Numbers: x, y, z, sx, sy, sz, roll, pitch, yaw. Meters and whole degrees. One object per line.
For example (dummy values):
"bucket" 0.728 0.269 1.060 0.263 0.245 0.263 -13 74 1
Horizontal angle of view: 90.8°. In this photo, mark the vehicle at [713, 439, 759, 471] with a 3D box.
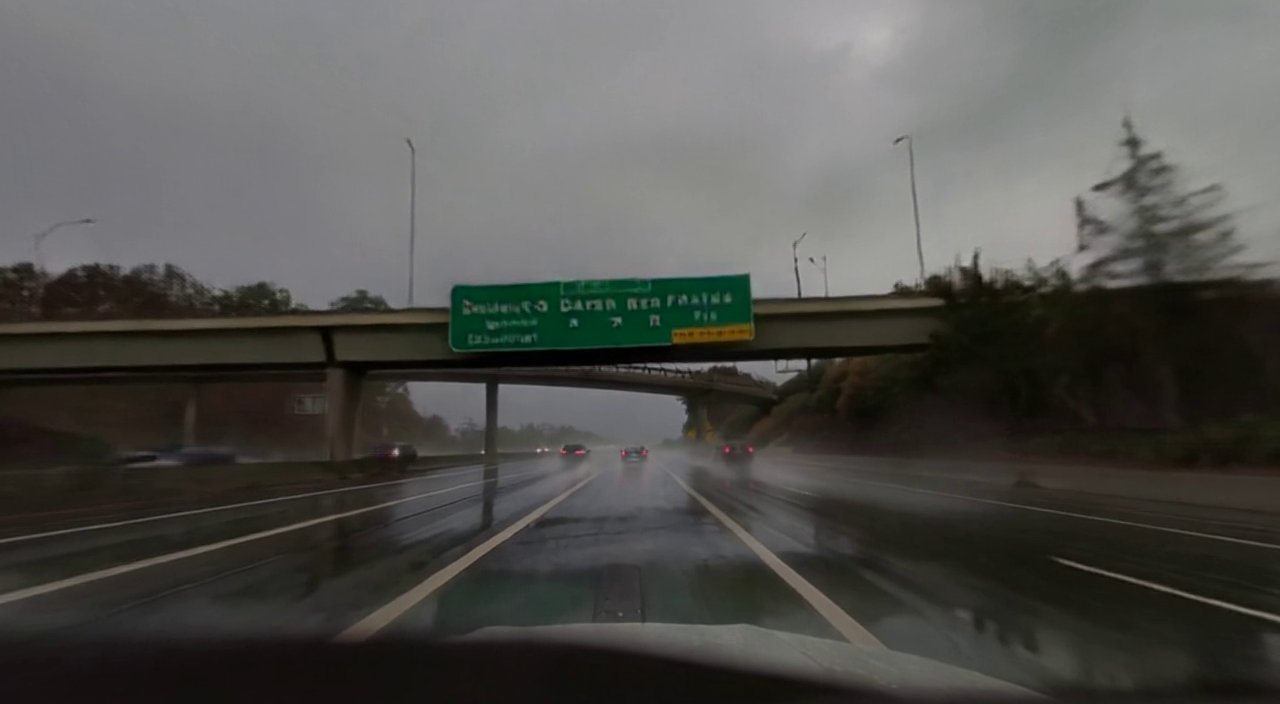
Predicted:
"vehicle" 5.192 5.623 34.586 1.936 1.625 3.991 0 -8 0

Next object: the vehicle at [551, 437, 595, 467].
"vehicle" -4.027 6.145 38.917 2.113 1.756 4.471 0 -8 1

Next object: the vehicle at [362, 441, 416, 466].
"vehicle" -17.641 7.162 44.561 1.948 1.661 4.435 0 -8 1

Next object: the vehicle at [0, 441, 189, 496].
"vehicle" -16.721 3.524 19.591 1.903 1.481 4.822 0 -8 0

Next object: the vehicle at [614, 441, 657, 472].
"vehicle" -0.218 5.340 32.485 2.075 1.486 4.007 0 -8 0
